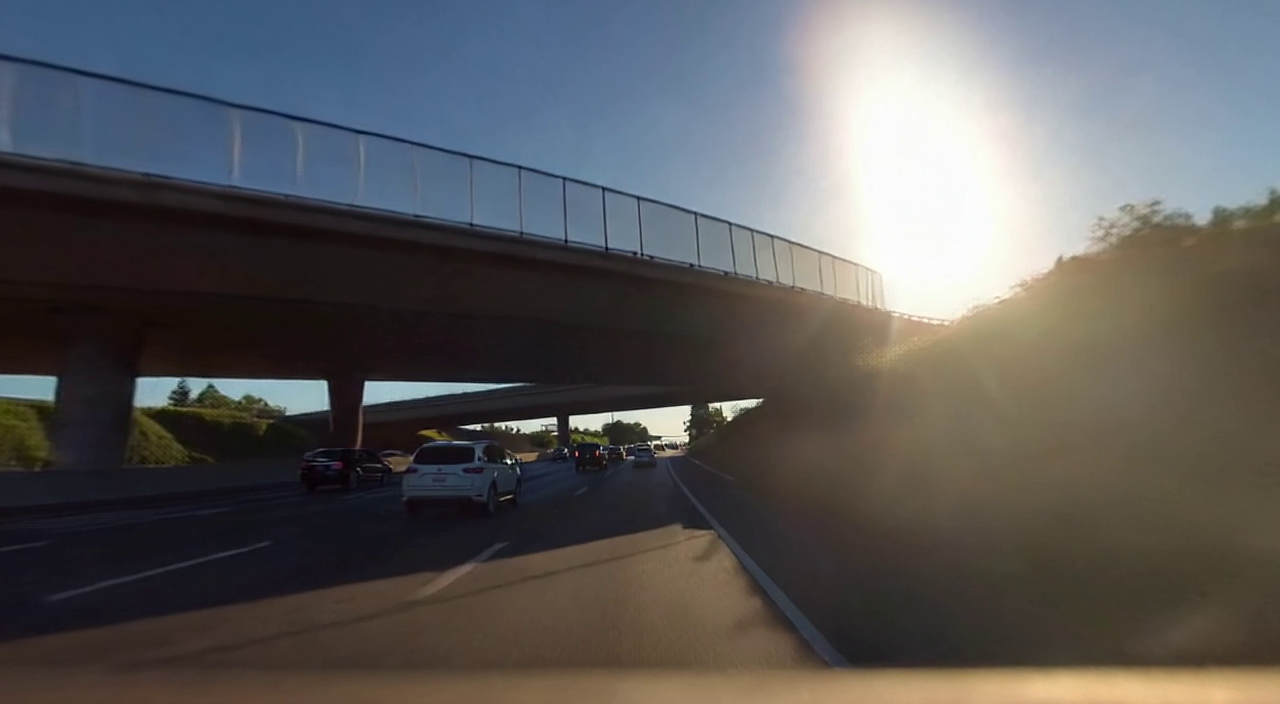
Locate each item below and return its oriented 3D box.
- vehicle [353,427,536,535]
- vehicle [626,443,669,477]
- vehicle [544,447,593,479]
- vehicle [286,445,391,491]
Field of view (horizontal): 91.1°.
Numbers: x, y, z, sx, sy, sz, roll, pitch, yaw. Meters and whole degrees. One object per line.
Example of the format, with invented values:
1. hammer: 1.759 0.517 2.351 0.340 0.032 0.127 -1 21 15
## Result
1. vehicle: -3.600 2.459 12.649 2.161 1.759 4.482 0 -8 1
2. vehicle: 0.389 5.718 33.554 2.160 1.678 4.178 0 -8 0
3. vehicle: -3.730 5.853 33.404 1.997 1.490 4.471 0 -8 1
4. vehicle: -11.996 4.597 25.348 1.954 1.640 4.339 0 -8 1
